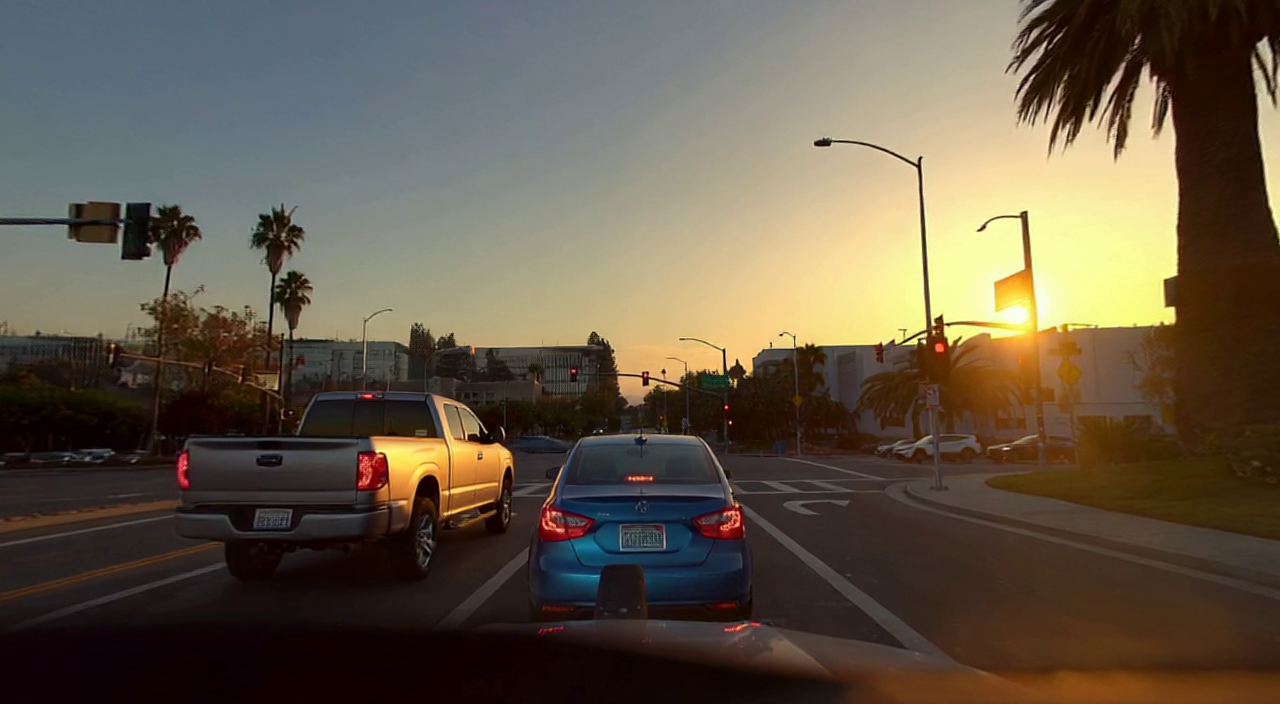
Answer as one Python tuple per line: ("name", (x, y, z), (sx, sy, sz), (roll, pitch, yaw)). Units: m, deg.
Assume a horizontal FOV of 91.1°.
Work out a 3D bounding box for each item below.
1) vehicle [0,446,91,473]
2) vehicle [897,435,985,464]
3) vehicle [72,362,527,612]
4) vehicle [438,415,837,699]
("vehicle", (-37.152, 6.629, 38.829), (4.576, 1.617, 1.937), (0, -8, 2))
("vehicle", (18.771, 6.090, 39.294), (4.466, 1.717, 1.963), (0, -8, 2))
("vehicle", (-3.243, 1.480, 7.895), (2.330, 1.969, 5.626), (-1, -8, 3))
("vehicle", (0.012, 1.404, 5.500), (2.122, 1.501, 4.152), (0, -8, 1))
